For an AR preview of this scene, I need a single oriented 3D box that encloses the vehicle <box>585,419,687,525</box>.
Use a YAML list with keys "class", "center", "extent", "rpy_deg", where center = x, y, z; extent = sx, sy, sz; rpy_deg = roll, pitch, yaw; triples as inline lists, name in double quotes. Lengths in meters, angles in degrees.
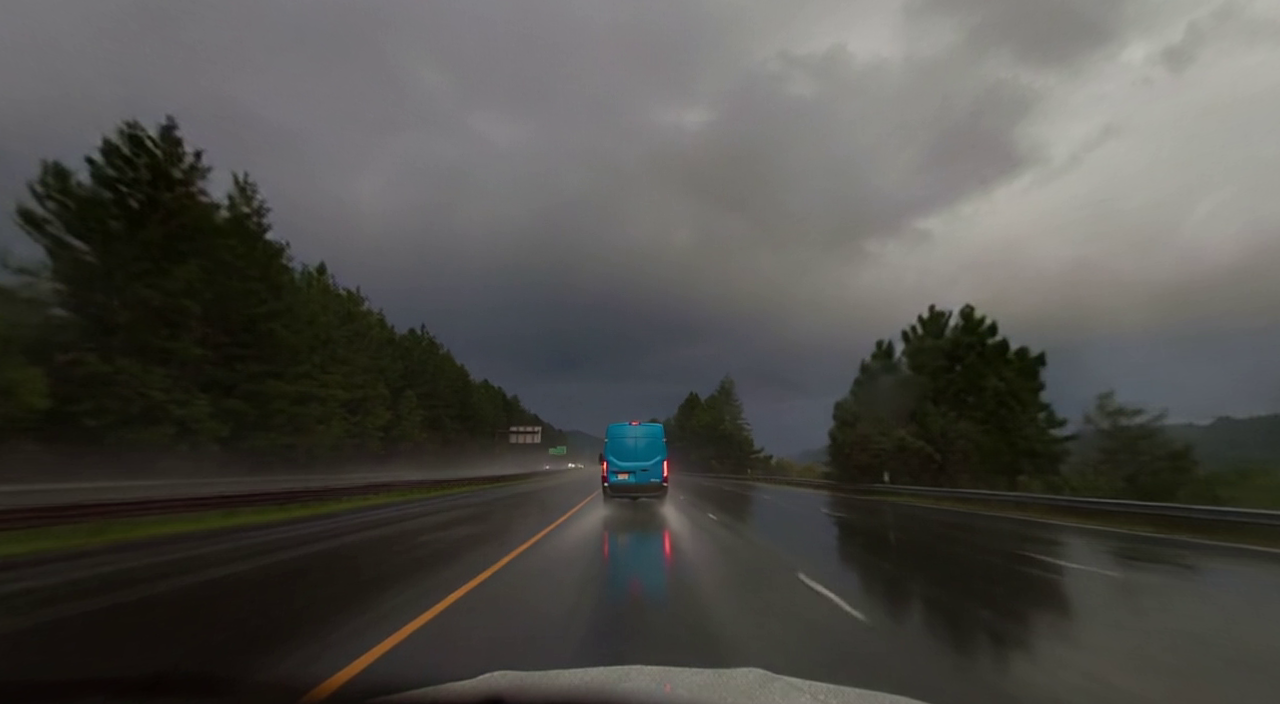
- class: "vehicle"
  center: [-0.186, 3.384, 17.960]
  extent: [2.375, 2.432, 6.161]
  rpy_deg: [1, -10, -2]
